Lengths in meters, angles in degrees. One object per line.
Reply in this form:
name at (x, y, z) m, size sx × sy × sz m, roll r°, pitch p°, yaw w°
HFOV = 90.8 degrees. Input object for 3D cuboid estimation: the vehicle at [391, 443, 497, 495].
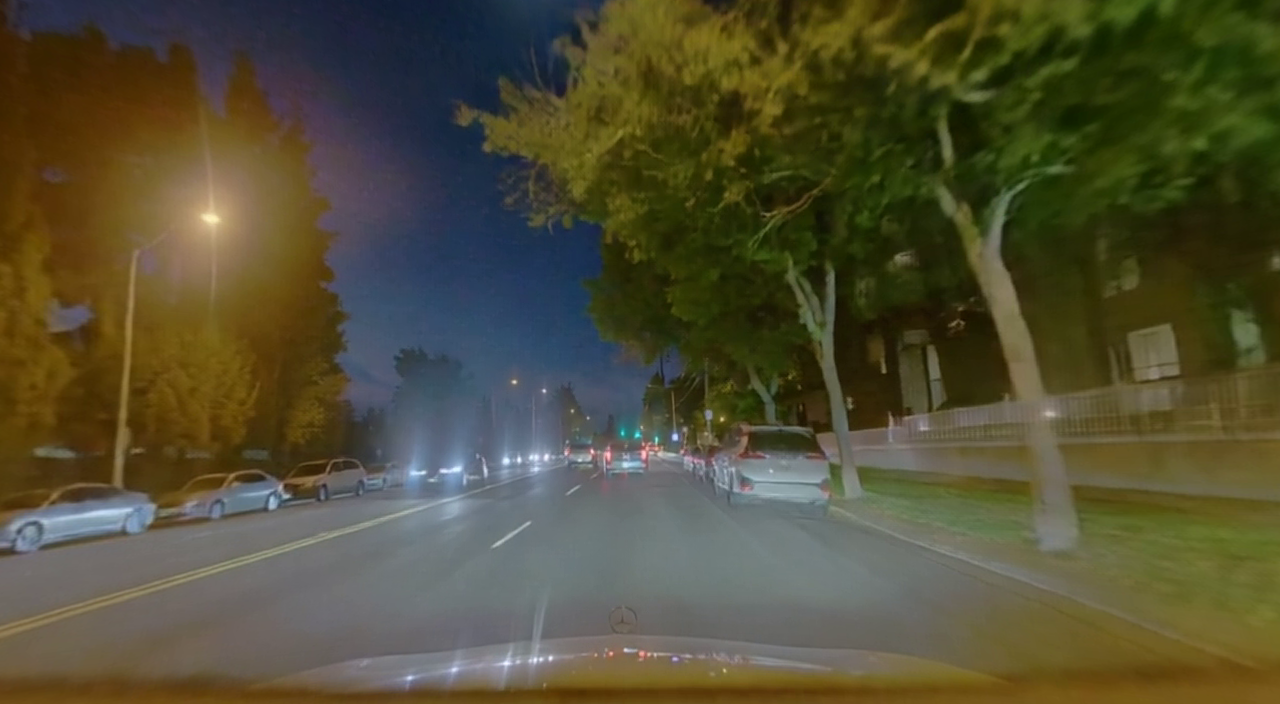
vehicle at (-6.442, 3.856, 21.405) m, size 1.998 × 1.518 × 4.817 m, roll -1°, pitch -8°, yaw 1°

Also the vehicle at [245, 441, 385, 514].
vehicle at (-12.277, 4.684, 24.509) m, size 2.249 × 2.093 × 6.297 m, roll -8°, pitch -7°, yaw -3°

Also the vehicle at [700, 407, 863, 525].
vehicle at (2.492, 2.167, 12.529) m, size 2.119 × 1.884 × 4.567 m, roll 0°, pitch -8°, yaw 0°

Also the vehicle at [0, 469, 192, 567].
vehicle at (-12.409, 3.436, 13.468) m, size 2.050 × 1.518 × 5.115 m, roll -3°, pitch -8°, yaw 0°

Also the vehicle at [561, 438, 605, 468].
vehicle at (-3.095, 5.634, 35.387) m, size 2.117 × 1.528 × 4.277 m, roll 0°, pitch -8°, yaw -1°

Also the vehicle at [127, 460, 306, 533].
vehicle at (-12.112, 4.112, 18.610) m, size 2.047 × 1.497 × 4.949 m, roll -4°, pitch -8°, yaw -2°

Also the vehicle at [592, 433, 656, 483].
vehicle at (-0.543, 3.710, 22.411) m, size 2.041 × 1.575 × 4.304 m, roll 0°, pitch -8°, yaw -1°
